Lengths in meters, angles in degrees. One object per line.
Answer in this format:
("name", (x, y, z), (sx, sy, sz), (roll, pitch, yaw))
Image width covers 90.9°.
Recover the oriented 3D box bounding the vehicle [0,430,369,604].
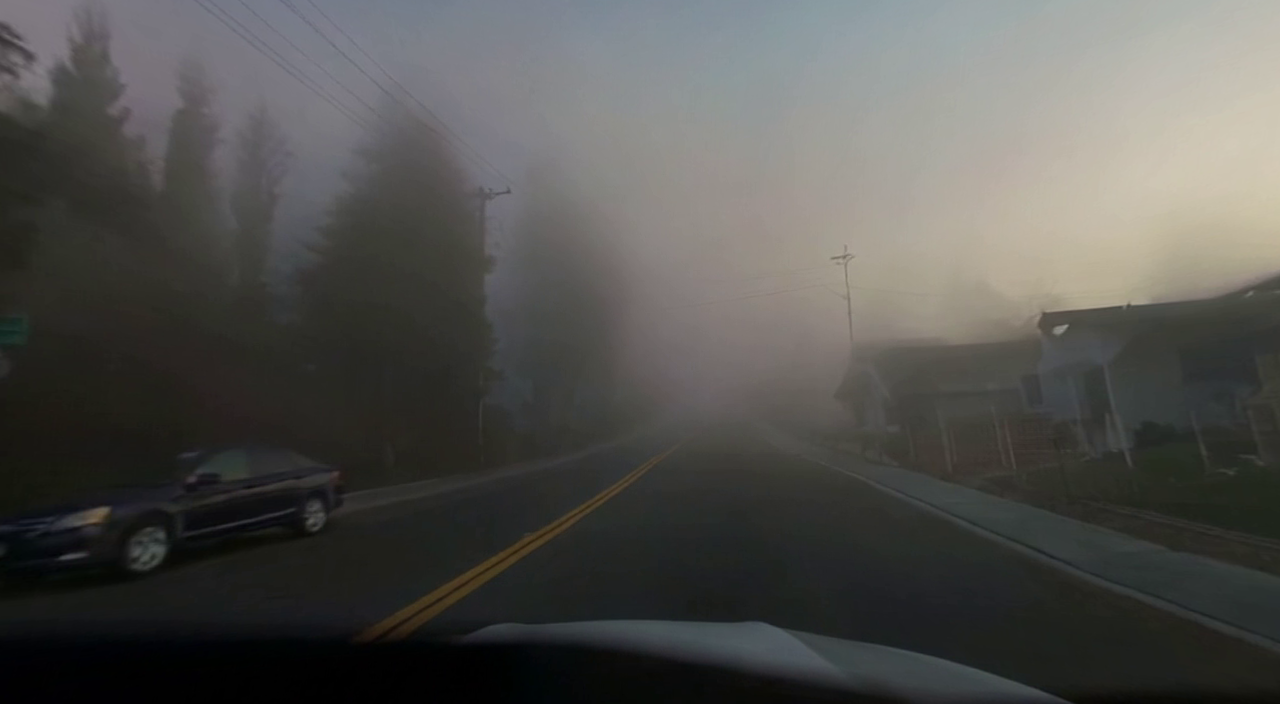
("vehicle", (-6.077, 1.931, 8.609), (2.032, 1.595, 5.289), (-1, -8, 5))
